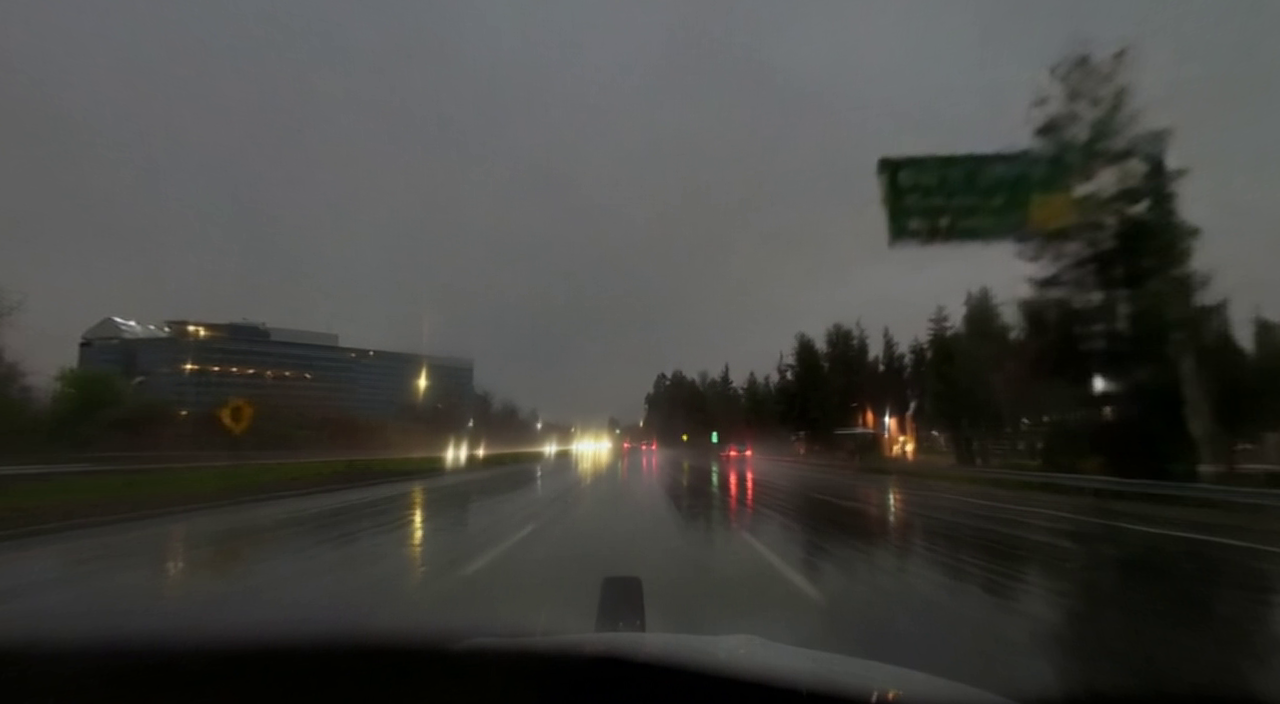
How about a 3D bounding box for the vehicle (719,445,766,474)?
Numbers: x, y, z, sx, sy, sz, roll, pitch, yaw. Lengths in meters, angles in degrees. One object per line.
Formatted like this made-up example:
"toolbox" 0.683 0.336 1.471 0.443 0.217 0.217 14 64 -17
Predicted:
"vehicle" 6.173 6.507 38.371 2.085 1.594 4.848 0 -9 0
